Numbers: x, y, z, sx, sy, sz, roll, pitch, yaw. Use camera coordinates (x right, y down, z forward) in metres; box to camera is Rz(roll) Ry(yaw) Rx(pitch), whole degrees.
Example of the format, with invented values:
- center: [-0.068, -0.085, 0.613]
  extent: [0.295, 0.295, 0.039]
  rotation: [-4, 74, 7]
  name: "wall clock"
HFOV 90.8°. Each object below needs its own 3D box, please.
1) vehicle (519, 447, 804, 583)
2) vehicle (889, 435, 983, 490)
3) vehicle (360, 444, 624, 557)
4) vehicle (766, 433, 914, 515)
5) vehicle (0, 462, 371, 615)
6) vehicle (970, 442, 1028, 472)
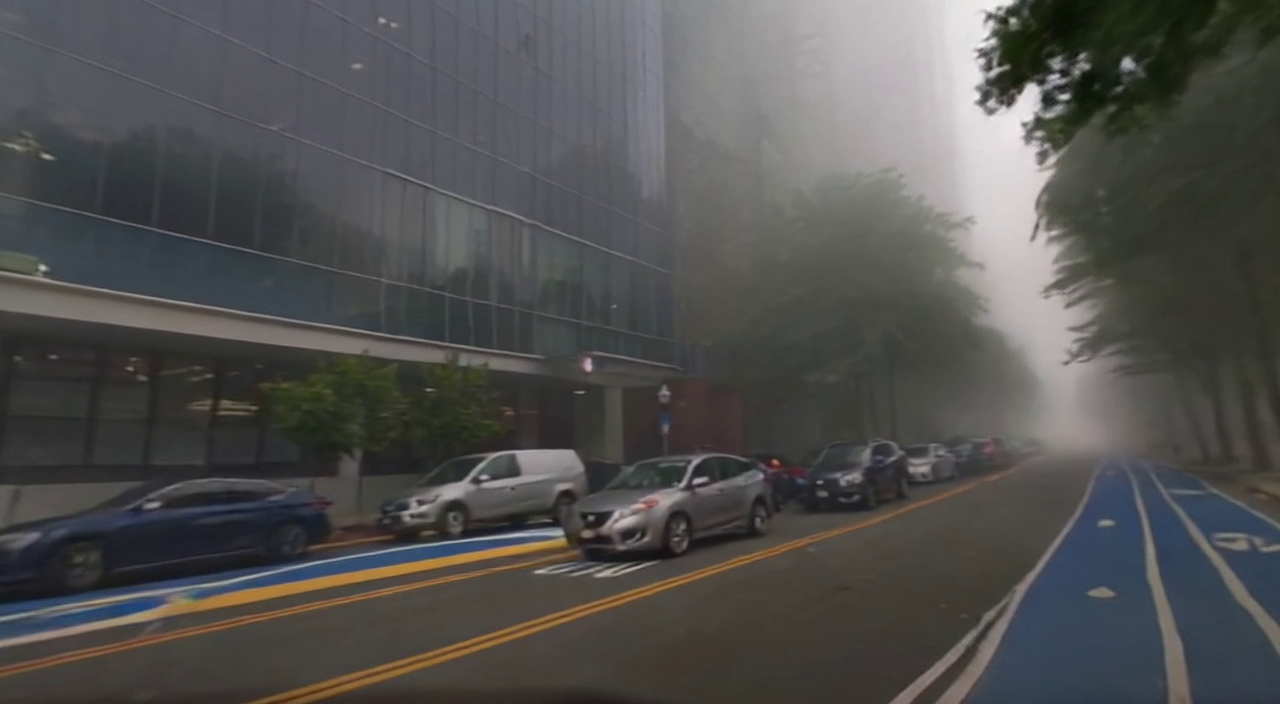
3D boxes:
- center: [0.630, 2.307, 10.012]
  extent: [2.017, 1.558, 4.888]
  rotation: [-7, -11, 37]
  name: "vehicle"
- center: [11.250, 4.101, 23.844]
  extent: [2.225, 1.848, 4.472]
  rotation: [-7, -11, 37]
  name: "vehicle"
- center: [-3.268, 3.438, 15.368]
  extent: [2.348, 2.086, 6.107]
  rotation: [-15, -15, 34]
  name: "vehicle"
- center: [5.362, 3.145, 16.544]
  extent: [2.173, 1.814, 4.573]
  rotation: [-10, -13, 35]
  name: "vehicle"
- center: [-7.112, 2.810, 10.245]
  extent: [1.996, 1.732, 4.705]
  rotation: [-14, -15, 34]
  name: "vehicle"
- center: [21.155, 6.130, 37.103]
  extent: [2.266, 1.621, 4.783]
  rotation: [-7, -11, 36]
  name: "vehicle"
